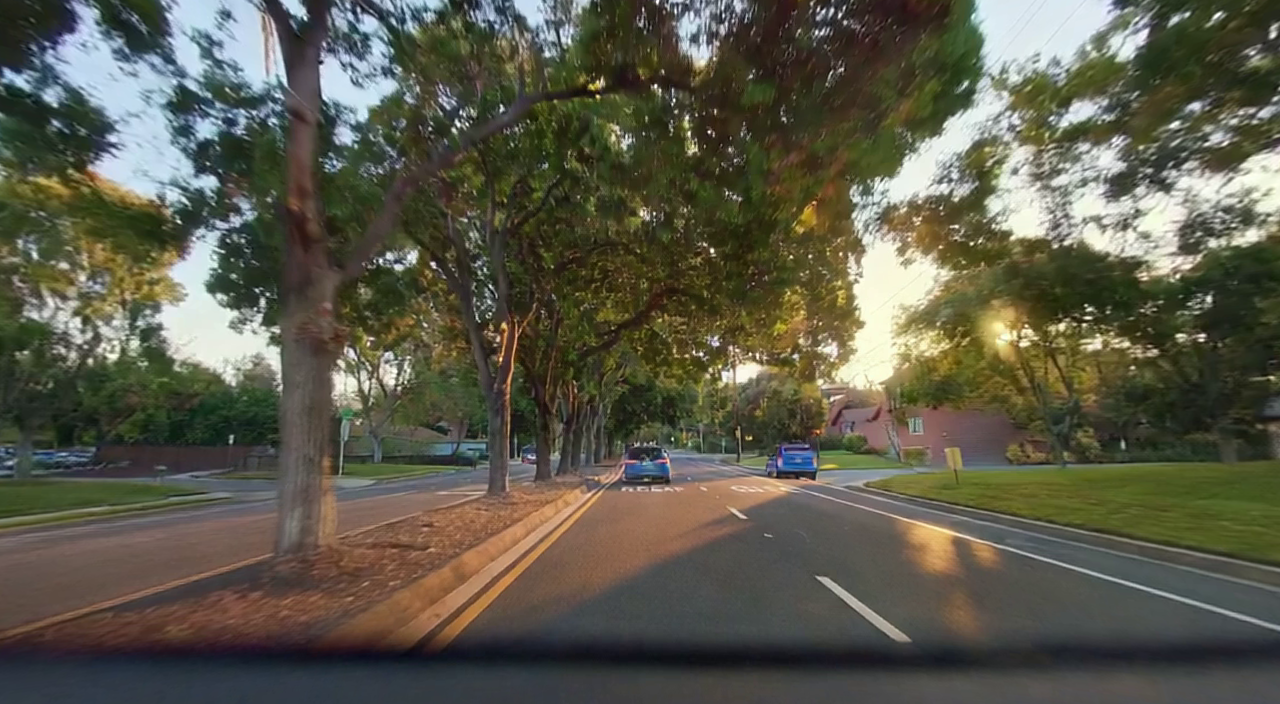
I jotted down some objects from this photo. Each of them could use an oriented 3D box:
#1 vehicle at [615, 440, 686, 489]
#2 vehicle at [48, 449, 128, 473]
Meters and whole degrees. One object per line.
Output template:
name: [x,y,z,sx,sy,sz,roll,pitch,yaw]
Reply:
vehicle: [0.326,3.821,21.854,2.158,1.469,4.909,0,-9,0]
vehicle: [-39.054,7.687,44.699,1.858,1.621,3.767,-2,-9,12]
